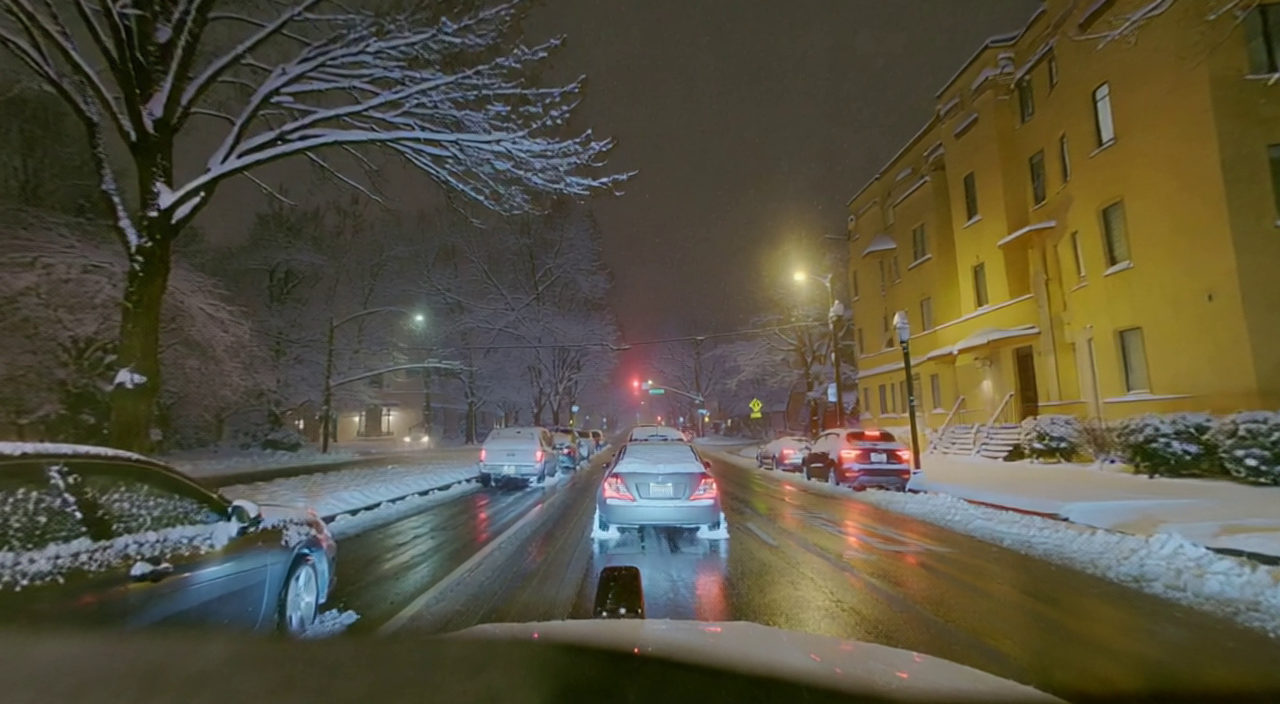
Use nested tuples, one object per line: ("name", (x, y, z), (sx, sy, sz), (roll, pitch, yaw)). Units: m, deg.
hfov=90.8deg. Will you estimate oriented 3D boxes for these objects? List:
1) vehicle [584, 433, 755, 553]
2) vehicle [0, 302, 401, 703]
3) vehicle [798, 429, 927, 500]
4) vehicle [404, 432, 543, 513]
("vehicle", (0.273, 2.017, 9.722), (2.095, 1.438, 3.843), (0, -9, -3))
("vehicle", (-3.269, 0.930, 3.394), (2.152, 1.802, 4.628), (0, -9, 0))
("vehicle", (6.339, 3.253, 18.684), (2.025, 1.808, 4.579), (0, -9, -2))
("vehicle", (-3.511, 2.627, 14.297), (1.901, 1.522, 4.556), (0, -9, 0))
